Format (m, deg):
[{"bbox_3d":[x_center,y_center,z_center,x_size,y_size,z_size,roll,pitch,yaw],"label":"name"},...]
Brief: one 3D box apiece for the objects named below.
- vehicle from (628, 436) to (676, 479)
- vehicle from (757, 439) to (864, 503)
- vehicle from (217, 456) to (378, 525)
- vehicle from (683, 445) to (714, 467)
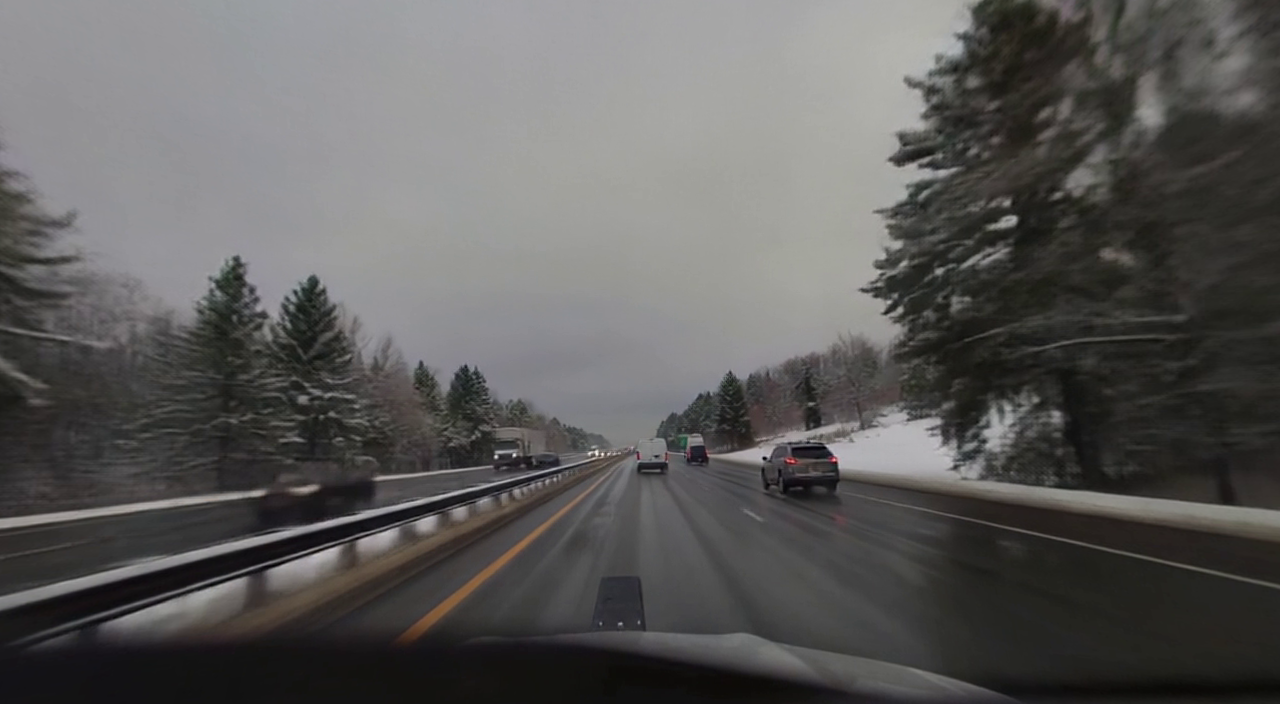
[{"bbox_3d":[0.547,5.088,30.570,2.143,1.925,4.101,0,-9,0],"label":"vehicle"},{"bbox_3d":[4.553,3.206,17.383,1.868,1.566,3.509,0,-9,-1],"label":"vehicle"},{"bbox_3d":[-8.598,3.477,16.315,1.884,1.486,3.974,0,-9,1],"label":"vehicle"},{"bbox_3d":[4.570,8.225,49.918,1.961,1.689,3.971,0,-9,-1],"label":"vehicle"}]
